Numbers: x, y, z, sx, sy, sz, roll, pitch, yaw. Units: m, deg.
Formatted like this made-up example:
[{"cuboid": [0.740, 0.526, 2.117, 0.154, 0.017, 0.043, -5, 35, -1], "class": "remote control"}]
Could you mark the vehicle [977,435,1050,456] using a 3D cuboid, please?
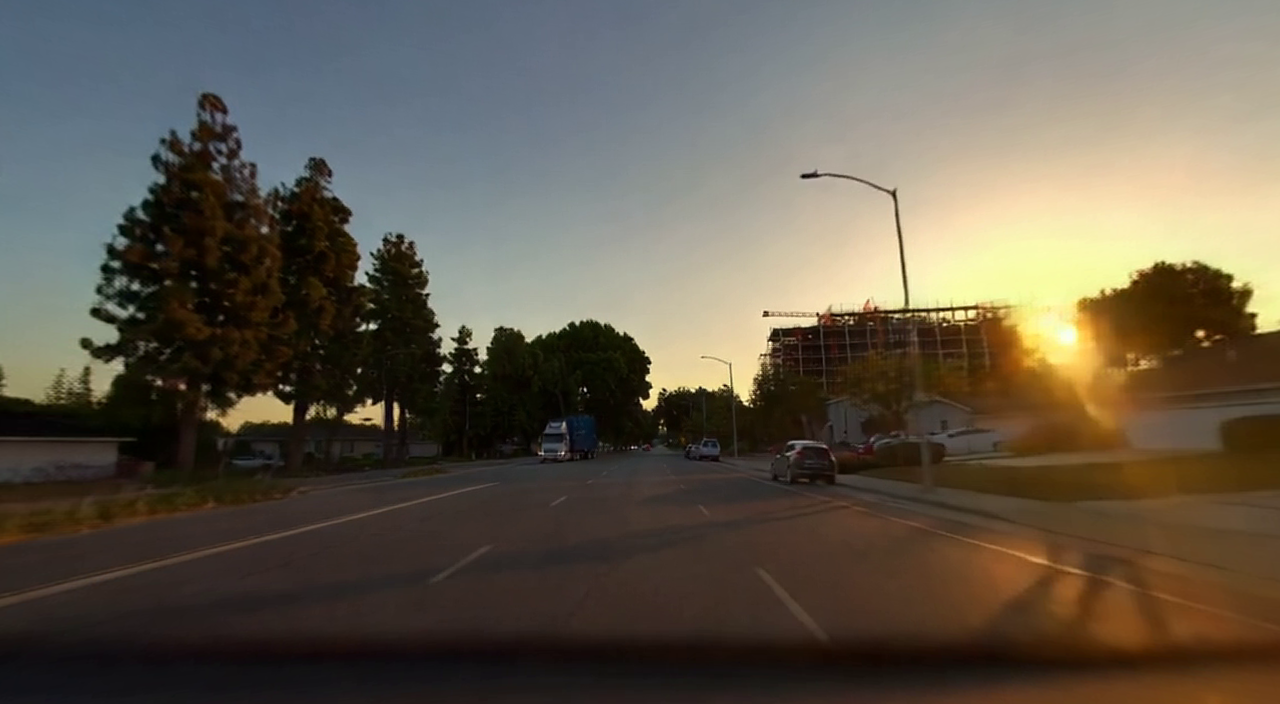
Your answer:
[{"cuboid": [29.403, 7.346, 49.484, 4.455, 1.607, 1.950, 0, -7, 3], "class": "vehicle"}]

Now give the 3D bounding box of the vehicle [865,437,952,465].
[{"cuboid": [16.636, 6.154, 39.072, 4.422, 1.677, 2.004, 0, -9, -1], "class": "vehicle"}]

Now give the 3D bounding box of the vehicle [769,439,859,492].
[{"cuboid": [6.781, 4.479, 25.085, 2.169, 1.880, 4.849, 0, -9, 0], "class": "vehicle"}]
